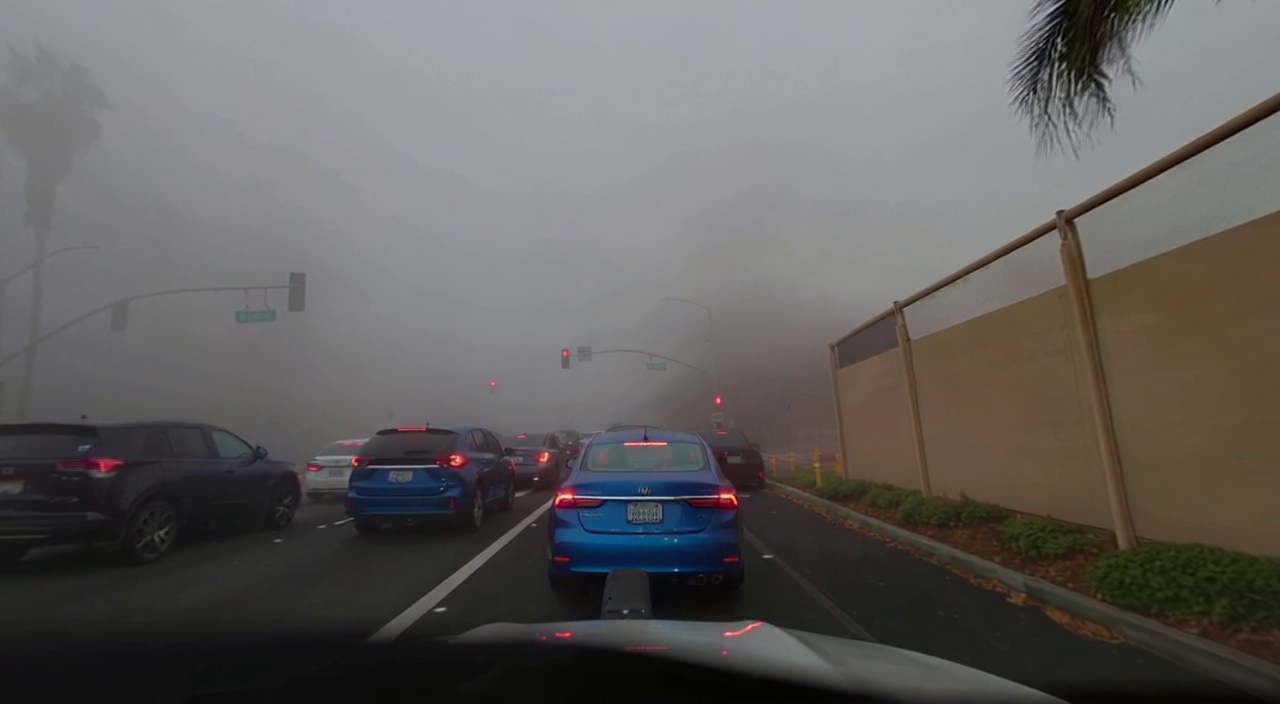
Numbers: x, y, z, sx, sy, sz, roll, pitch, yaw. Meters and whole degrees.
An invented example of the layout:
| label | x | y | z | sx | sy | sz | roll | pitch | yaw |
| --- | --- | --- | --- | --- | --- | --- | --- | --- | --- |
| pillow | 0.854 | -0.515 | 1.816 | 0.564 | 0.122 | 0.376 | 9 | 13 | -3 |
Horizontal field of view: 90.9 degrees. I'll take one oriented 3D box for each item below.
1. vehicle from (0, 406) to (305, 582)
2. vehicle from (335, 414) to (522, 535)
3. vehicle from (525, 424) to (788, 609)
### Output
| label | x | y | z | sx | sy | sz | roll | pitch | yaw |
| --- | --- | --- | --- | --- | --- | --- | --- | --- | --- |
| vehicle | -6.680 | 1.725 | 8.477 | 1.963 | 1.721 | 4.467 | 0 | -8 | -2 |
| vehicle | -3.484 | 2.097 | 11.354 | 2.007 | 1.746 | 4.136 | 0 | -8 | -1 |
| vehicle | 0.066 | 1.650 | 7.316 | 2.128 | 1.473 | 4.272 | 0 | -8 | -2 |
